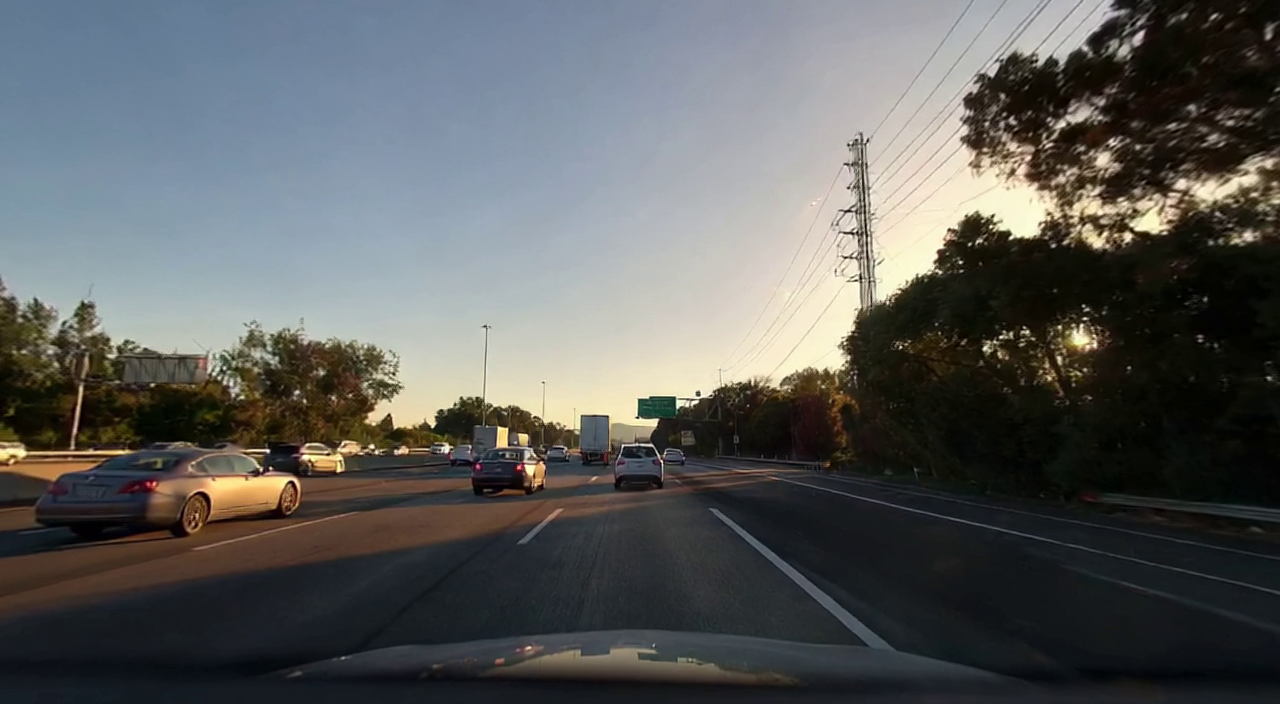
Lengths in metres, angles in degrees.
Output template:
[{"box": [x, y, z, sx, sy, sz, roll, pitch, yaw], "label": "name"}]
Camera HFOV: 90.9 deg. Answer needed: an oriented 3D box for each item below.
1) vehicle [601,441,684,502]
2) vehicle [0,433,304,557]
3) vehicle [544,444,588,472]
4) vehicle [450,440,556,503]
[{"box": [-0.036, 3.246, 17.604, 2.018, 1.470, 4.491, 0, -9, -3], "label": "vehicle"}, {"box": [-7.381, 2.032, 9.732, 1.867, 1.445, 4.499, 0, -9, 1], "label": "vehicle"}, {"box": [-4.068, 5.902, 35.279, 2.013, 1.437, 3.801, 0, -9, 0], "label": "vehicle"}, {"box": [-3.506, 3.130, 16.967, 1.912, 1.464, 4.115, 0, -9, 0], "label": "vehicle"}]
